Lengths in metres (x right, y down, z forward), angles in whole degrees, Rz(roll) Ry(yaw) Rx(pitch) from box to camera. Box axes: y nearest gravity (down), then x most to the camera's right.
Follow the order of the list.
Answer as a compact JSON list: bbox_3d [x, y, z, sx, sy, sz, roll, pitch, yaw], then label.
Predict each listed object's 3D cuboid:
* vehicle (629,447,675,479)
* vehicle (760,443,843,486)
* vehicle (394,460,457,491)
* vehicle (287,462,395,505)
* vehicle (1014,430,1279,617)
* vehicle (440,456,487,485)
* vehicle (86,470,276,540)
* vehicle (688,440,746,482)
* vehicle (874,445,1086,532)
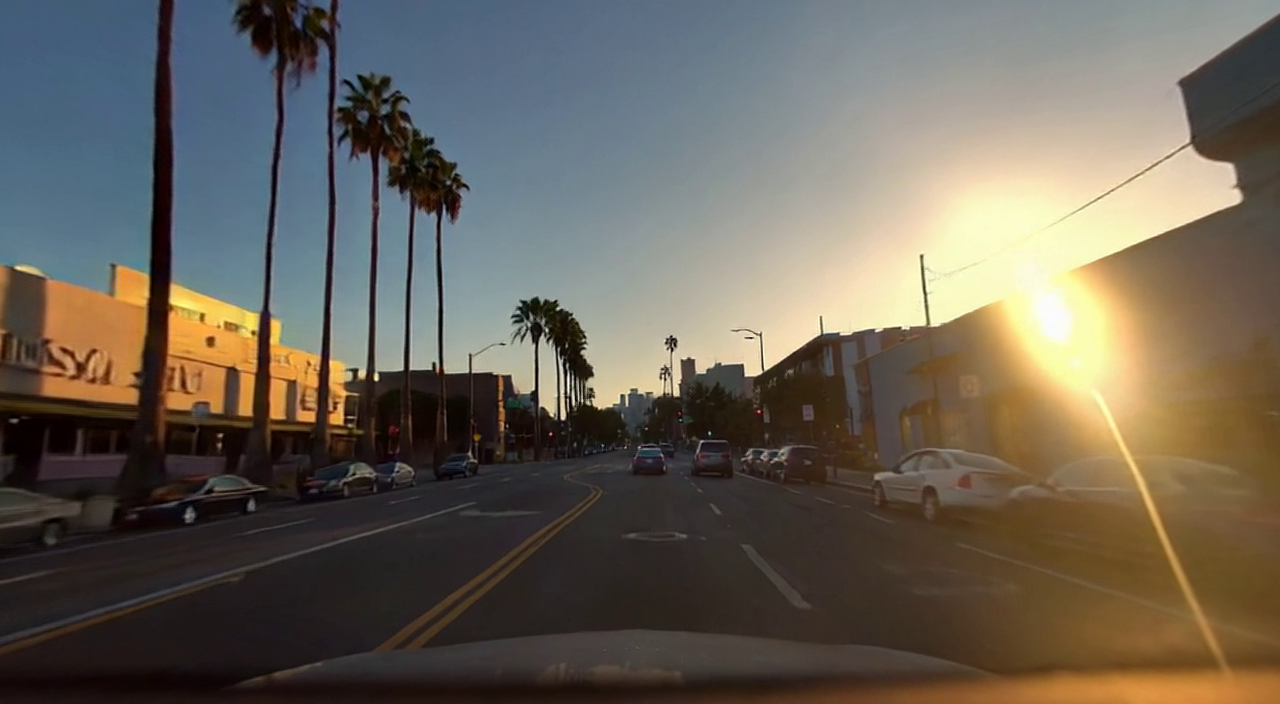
[{"bbox_3d":[0.563,5.393,31.025,2.088,1.452,3.993,0,-9,0],"label":"vehicle"},{"bbox_3d":[6.746,4.736,26.949,2.174,1.643,4.860,0,-9,-1],"label":"vehicle"},{"bbox_3d":[-11.842,6.883,35.209,1.978,1.501,4.355,-3,-11,0],"label":"vehicle"},{"bbox_3d":[-12.092,5.401,25.961,2.188,1.490,4.511,-3,-12,0],"label":"vehicle"},{"bbox_3d":[6.466,1.728,7.233,1.914,1.560,4.278,-1,-9,3],"label":"vehicle"},{"bbox_3d":[-11.857,8.043,42.692,1.949,1.682,4.094,-3,-12,0],"label":"vehicle"},{"bbox_3d":[-12.471,4.147,17.642,1.949,1.470,4.532,0,-9,-1],"label":"vehicle"},{"bbox_3d":[3.295,4.783,27.956,2.003,1.702,4.288,0,-9,0],"label":"vehicle"},{"bbox_3d":[6.732,2.704,13.215,1.932,1.464,4.475,0,-9,0],"label":"vehicle"}]
